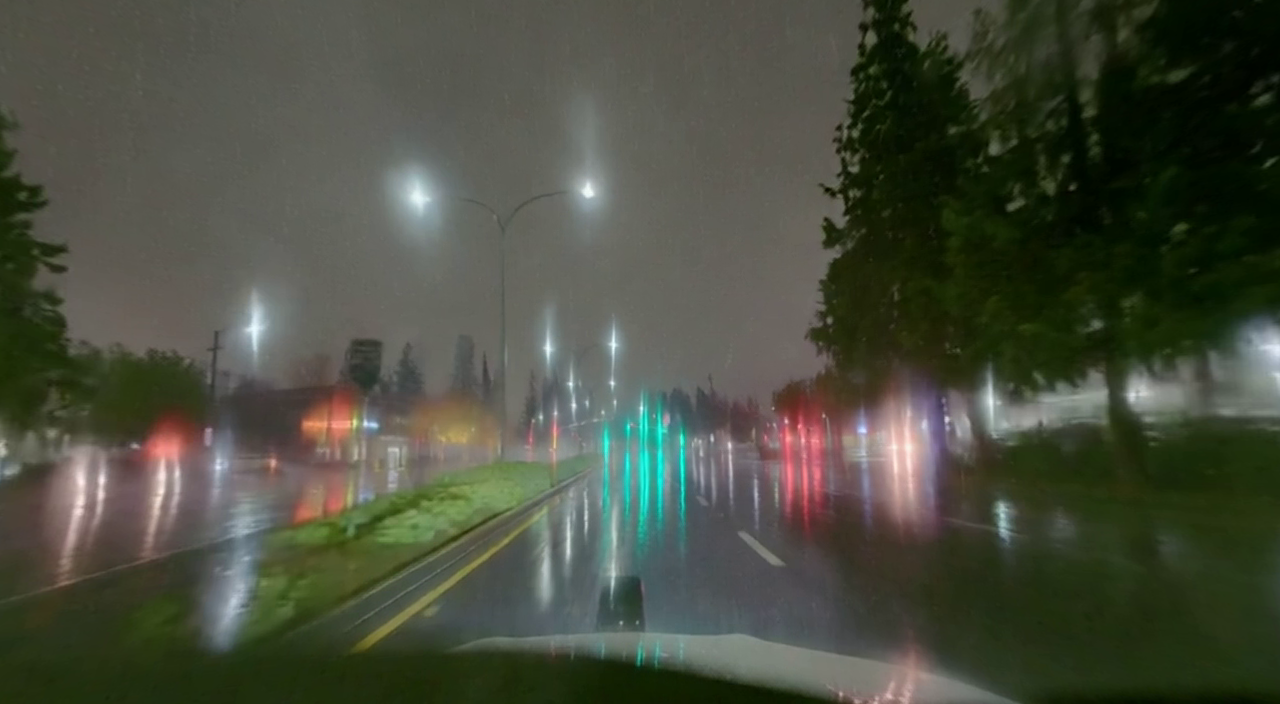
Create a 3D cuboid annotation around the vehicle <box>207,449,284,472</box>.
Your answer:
[{"bbox_3d":[-30.489,8.405,48.888,4.632,1.681,1.904,0,-8,-1],"label":"vehicle"}]

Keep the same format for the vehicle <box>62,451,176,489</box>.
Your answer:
[{"bbox_3d":[-25.546,5.752,31.249,1.949,1.662,4.589,1,-8,-5],"label":"vehicle"}]

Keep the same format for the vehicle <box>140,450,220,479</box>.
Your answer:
[{"bbox_3d":[-28.936,7.072,39.917,1.918,1.669,4.300,1,-8,-3],"label":"vehicle"}]
